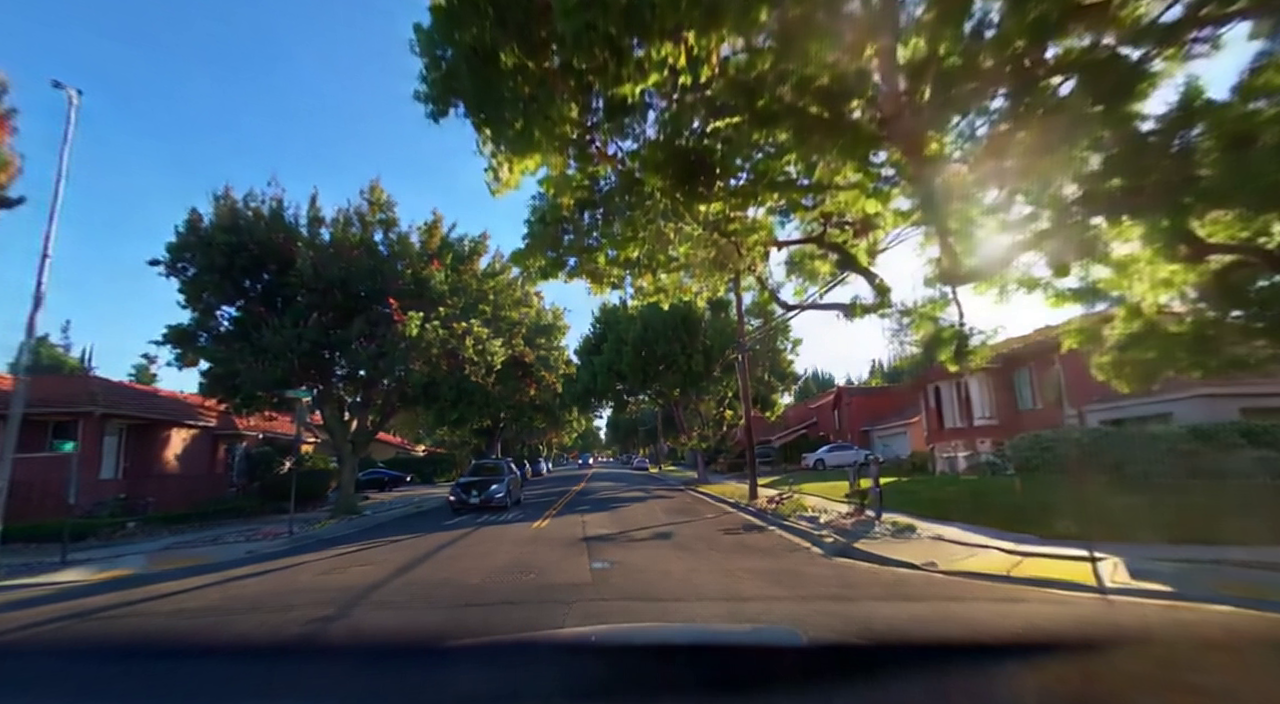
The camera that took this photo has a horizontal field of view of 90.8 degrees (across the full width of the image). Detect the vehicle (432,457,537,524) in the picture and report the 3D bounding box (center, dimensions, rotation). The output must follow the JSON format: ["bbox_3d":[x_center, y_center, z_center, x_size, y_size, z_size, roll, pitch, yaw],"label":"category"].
[{"bbox_3d":[-4.426,3.986,18.728,1.973,1.683,4.400,0,-9,0],"label":"vehicle"}]

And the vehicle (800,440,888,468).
[{"bbox_3d":[11.509,5.780,35.927,4.389,1.480,2.038,-2,-6,8],"label":"vehicle"}]

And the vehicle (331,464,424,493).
[{"bbox_3d":[-14.886,7.164,35.923,4.487,1.464,1.889,-1,-9,9],"label":"vehicle"}]
